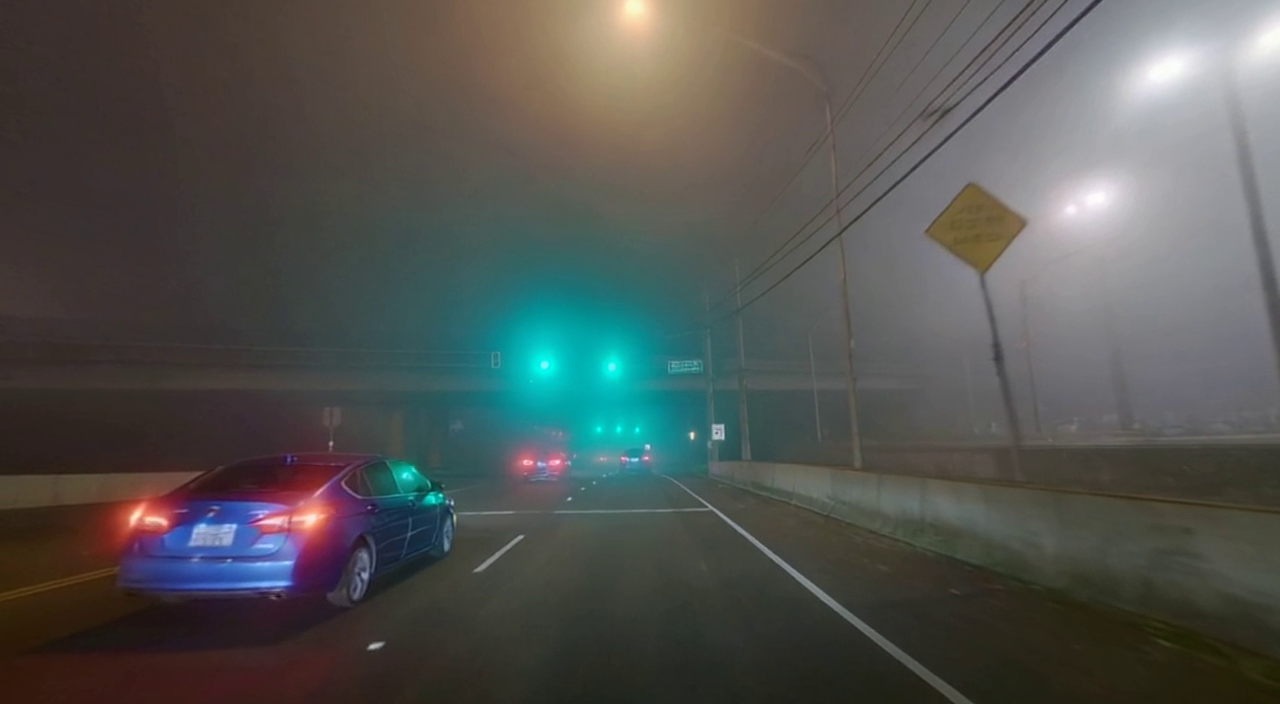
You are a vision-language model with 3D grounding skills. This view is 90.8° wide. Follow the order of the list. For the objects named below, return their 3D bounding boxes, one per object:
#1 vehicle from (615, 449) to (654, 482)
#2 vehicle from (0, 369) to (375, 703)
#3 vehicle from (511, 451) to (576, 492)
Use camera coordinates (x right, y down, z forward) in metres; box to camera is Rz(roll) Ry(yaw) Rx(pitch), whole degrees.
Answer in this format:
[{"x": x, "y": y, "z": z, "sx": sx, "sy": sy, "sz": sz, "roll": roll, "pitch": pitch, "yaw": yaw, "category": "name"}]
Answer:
[{"x": -0.321, "y": 5.991, "z": 33.664, "sx": 1.985, "sy": 1.565, "sz": 3.968, "roll": 0, "pitch": -8, "yaw": -1, "category": "vehicle"}, {"x": -3.489, "y": 1.102, "z": 3.773, "sx": 1.925, "sy": 1.666, "sz": 4.271, "roll": 0, "pitch": -8, "yaw": 0, "category": "vehicle"}, {"x": -3.754, "y": 4.735, "z": 25.368, "sx": 1.946, "sy": 1.437, "sz": 4.154, "roll": 0, "pitch": -8, "yaw": 0, "category": "vehicle"}]
